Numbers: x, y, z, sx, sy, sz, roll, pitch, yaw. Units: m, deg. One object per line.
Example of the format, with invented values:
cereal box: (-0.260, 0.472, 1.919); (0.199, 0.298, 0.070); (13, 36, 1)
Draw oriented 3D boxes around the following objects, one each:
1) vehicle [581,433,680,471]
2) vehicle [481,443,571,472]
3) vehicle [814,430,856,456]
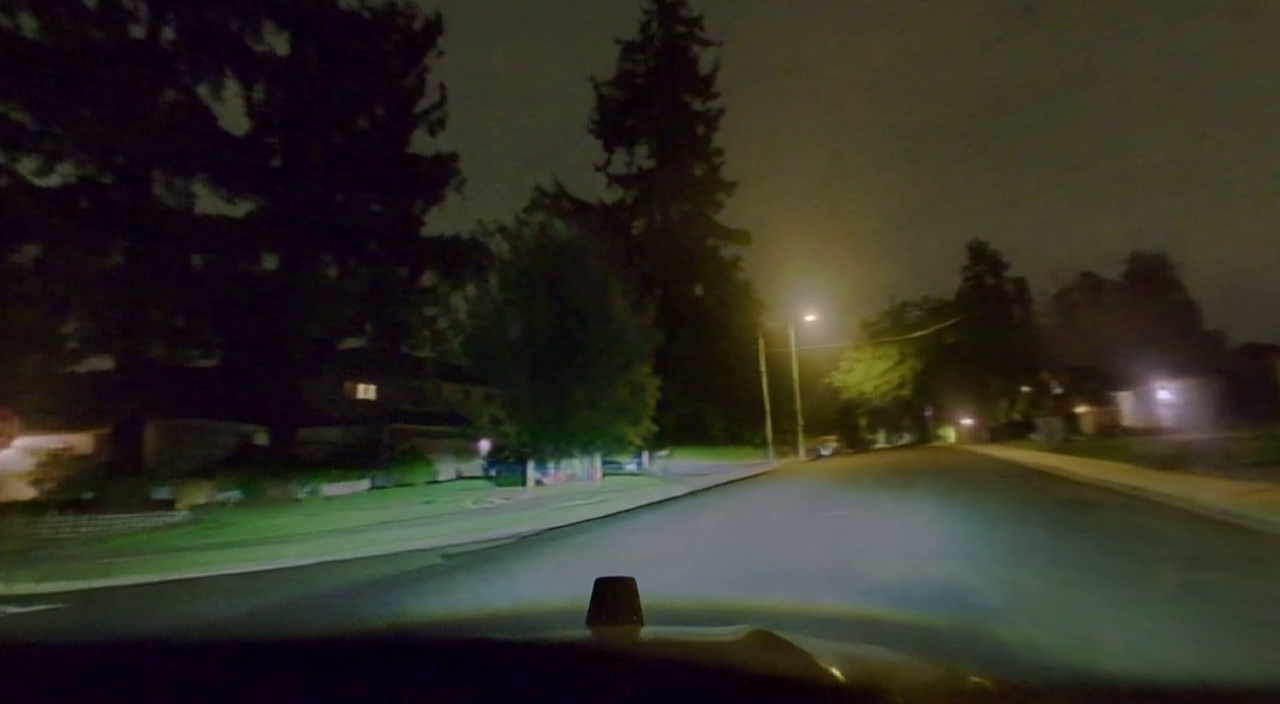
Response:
vehicle: (-0.488, 5.003, 31.567); (4.559, 1.745, 1.918); (-5, -9, 21)
vehicle: (-6.214, 5.734, 34.409); (4.531, 1.470, 1.855); (-5, -9, 24)
vehicle: (14.637, 6.802, 47.164); (2.319, 1.758, 4.545); (-5, -9, 24)
